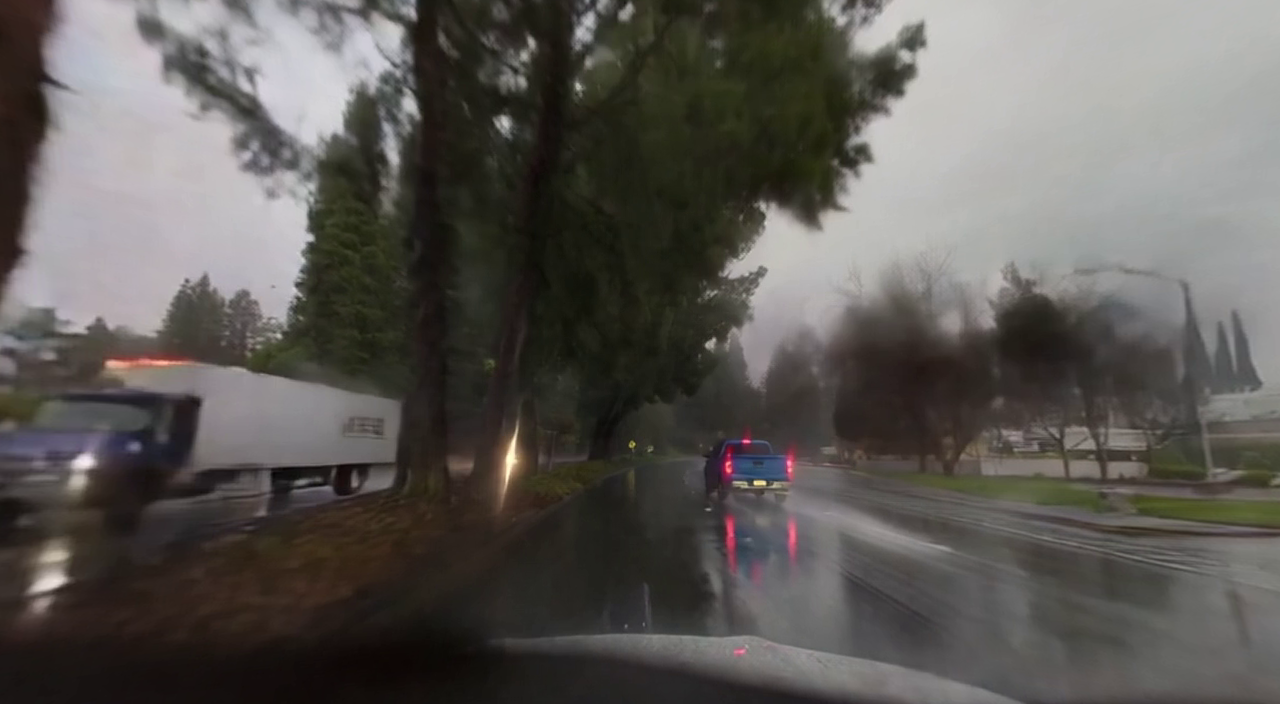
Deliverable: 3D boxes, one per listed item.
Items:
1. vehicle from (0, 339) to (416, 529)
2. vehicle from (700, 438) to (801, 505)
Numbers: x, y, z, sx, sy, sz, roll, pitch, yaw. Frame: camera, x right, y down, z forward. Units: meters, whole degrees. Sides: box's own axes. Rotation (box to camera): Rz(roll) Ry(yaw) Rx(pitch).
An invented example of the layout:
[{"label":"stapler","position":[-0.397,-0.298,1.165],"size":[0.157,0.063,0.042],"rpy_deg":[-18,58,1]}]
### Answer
[{"label":"vehicle","position":[-8.565,1.962,14.512],"size":[3.046,2.782,10.538],"rpy_deg":[0,-9,-1]},{"label":"vehicle","position":[3.065,3.422,18.560],"size":[2.108,1.712,4.616],"rpy_deg":[0,-9,-1]}]
